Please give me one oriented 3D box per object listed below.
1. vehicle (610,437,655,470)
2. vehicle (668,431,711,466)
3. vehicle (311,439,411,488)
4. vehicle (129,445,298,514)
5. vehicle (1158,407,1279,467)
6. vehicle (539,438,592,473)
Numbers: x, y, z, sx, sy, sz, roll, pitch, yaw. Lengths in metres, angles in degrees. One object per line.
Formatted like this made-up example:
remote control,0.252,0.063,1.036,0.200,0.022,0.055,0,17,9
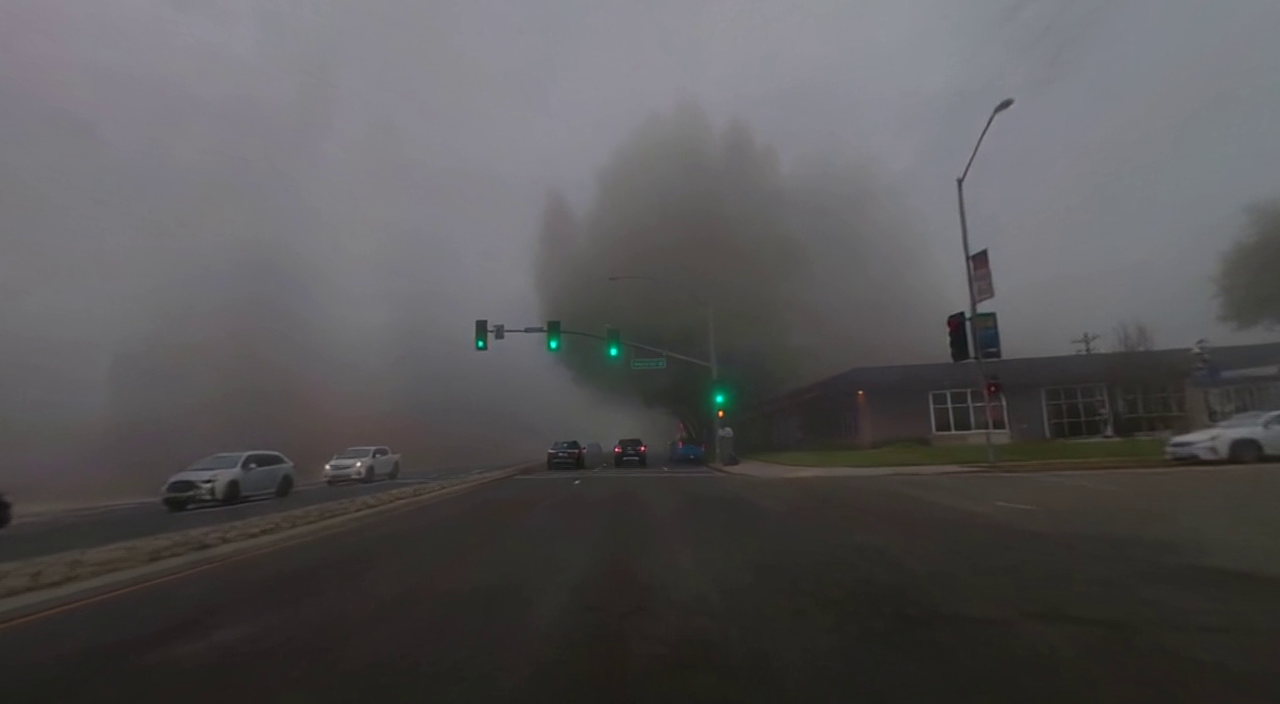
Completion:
vehicle,-0.327,4.994,31.335,2.085,1.475,3.976,-1,-8,0
vehicle,2.776,5.533,36.591,2.175,1.850,5.118,-1,-8,2
vehicle,-12.384,4.929,28.469,2.260,1.921,4.902,-1,-8,0
vehicle,-12.560,3.722,19.045,1.986,1.712,4.399,-1,-8,1
vehicle,17.203,2.249,16.945,4.517,1.455,2.233,-1,-8,3
vehicle,-3.445,4.833,29.742,1.921,1.477,4.083,-1,-8,1
